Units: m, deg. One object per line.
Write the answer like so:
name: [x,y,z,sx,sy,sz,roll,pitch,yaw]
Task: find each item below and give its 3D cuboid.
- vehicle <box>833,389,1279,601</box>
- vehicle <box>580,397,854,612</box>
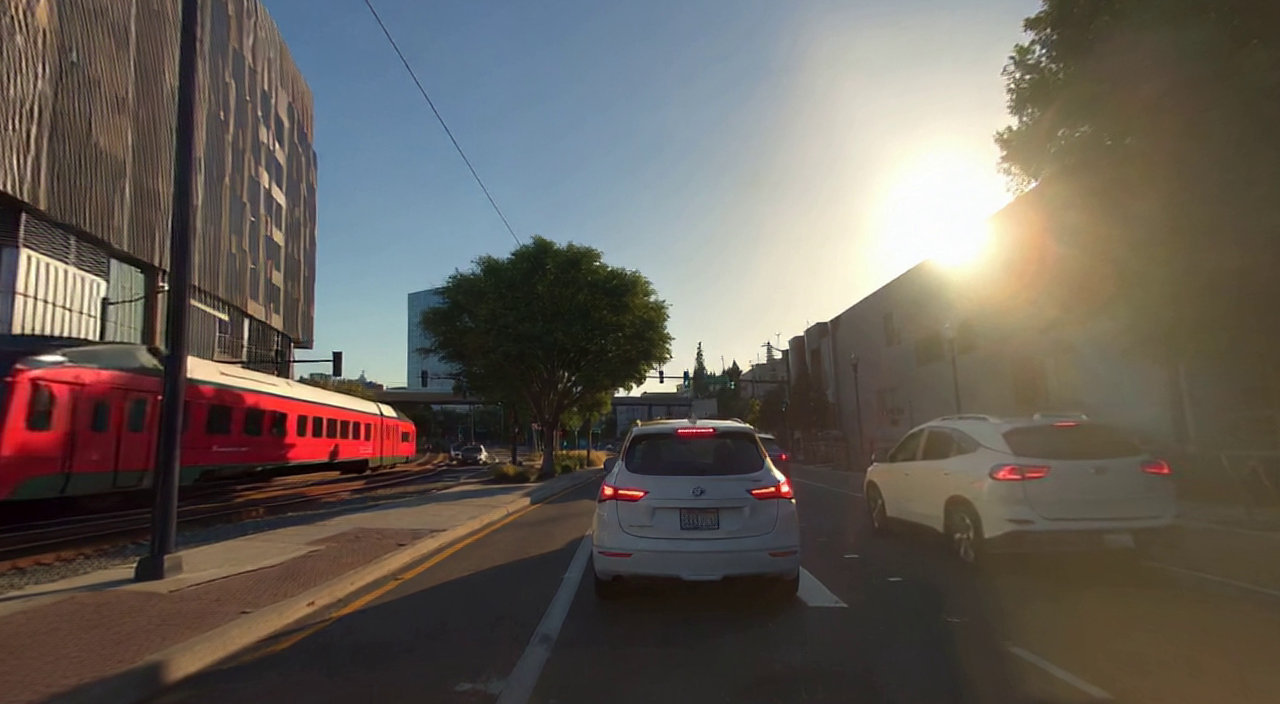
vehicle: [4.323,1.570,7.847,2.165,1.760,5.064,0,-9,-1]
vehicle: [0.509,1.515,7.130,2.190,1.684,4.084,0,-9,-3]
